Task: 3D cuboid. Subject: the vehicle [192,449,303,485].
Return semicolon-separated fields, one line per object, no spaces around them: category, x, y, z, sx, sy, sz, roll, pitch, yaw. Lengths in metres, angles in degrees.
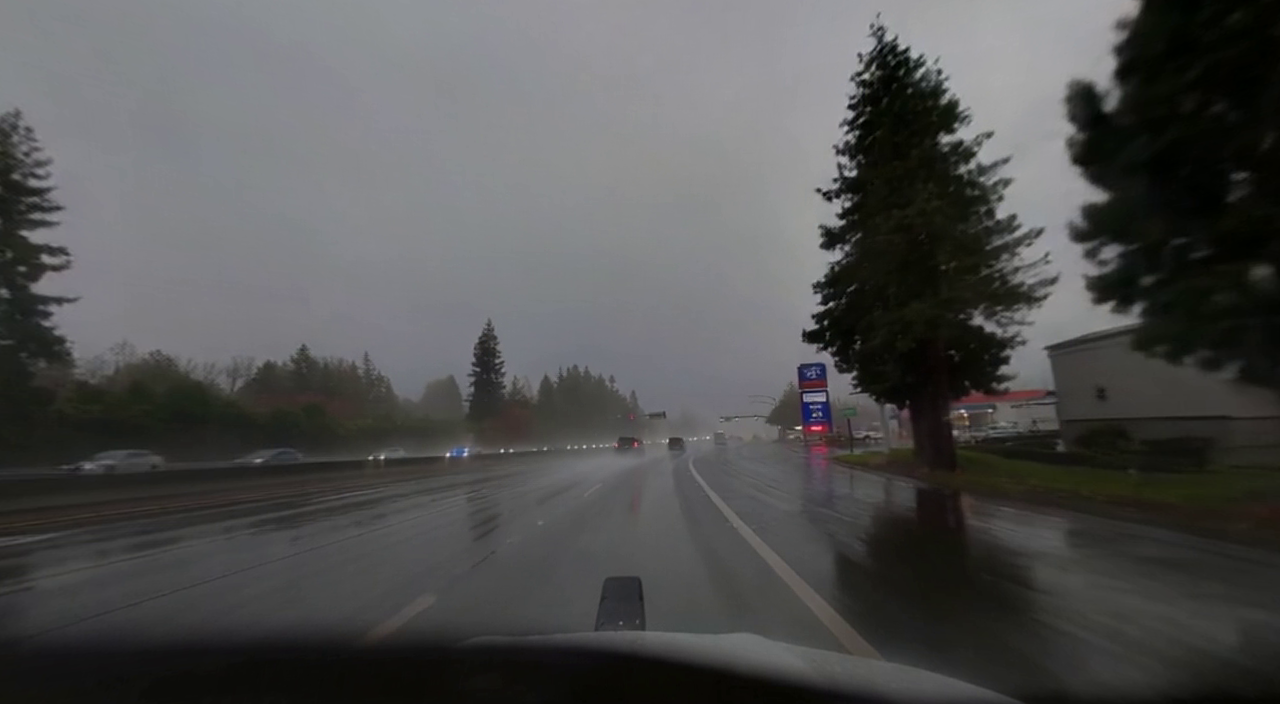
vehicle;-17.859;5.218;29.043;1.879;1.483;4.697;-1;-8;4

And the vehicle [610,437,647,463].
vehicle;-0.796;7.047;45.697;2.139;1.782;4.079;-1;-8;6

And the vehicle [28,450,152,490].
vehicle;-24.320;5.185;28.162;1.803;1.619;3.952;-1;-8;3
